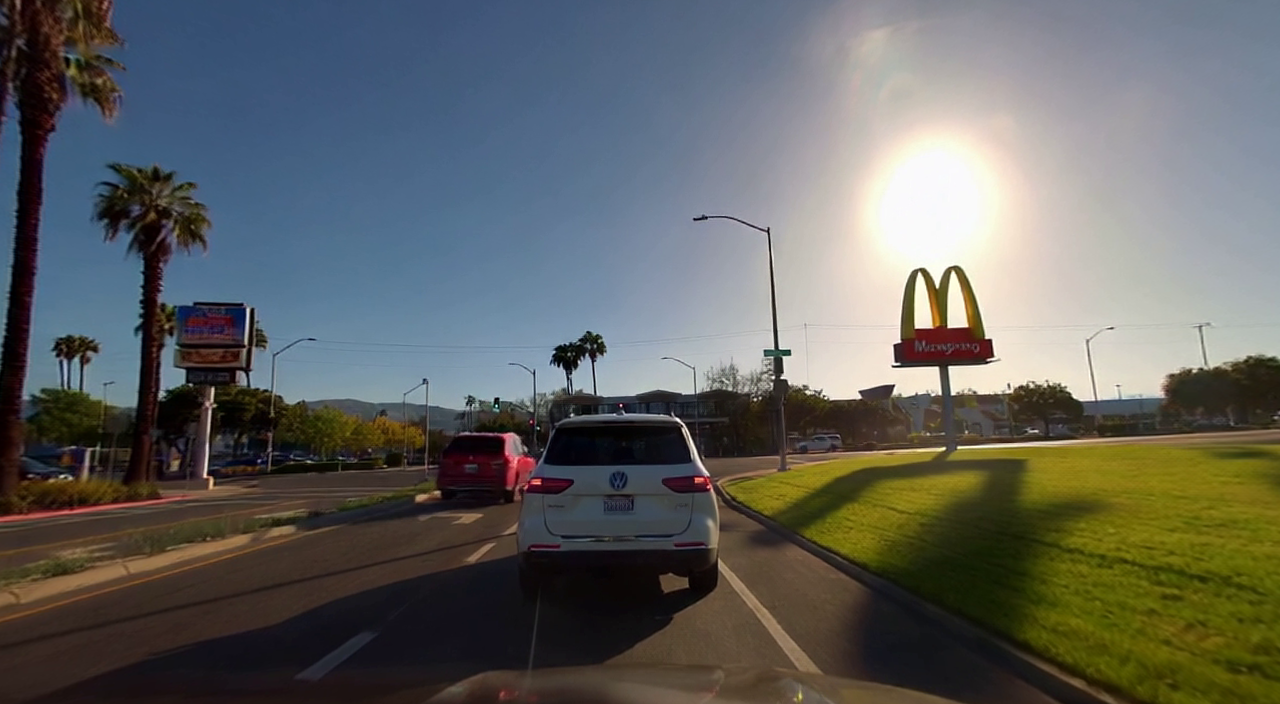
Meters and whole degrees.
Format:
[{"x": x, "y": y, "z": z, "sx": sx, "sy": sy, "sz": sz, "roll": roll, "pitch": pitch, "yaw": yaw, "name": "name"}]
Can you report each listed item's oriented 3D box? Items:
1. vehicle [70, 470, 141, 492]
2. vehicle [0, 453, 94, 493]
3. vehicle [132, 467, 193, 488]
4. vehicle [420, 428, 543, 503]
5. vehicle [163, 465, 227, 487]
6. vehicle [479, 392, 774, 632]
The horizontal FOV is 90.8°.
[{"x": -39.931, "y": 9.638, "z": 47.358, "sx": 1.602, "sy": 1.400, "sz": 4.220, "roll": 0, "pitch": -9, "yaw": 0, "name": "vehicle"}, {"x": -28.073, "y": 5.448, "z": 28.584, "sx": 4.584, "sy": 1.714, "sz": 2.186, "roll": 4, "pitch": -10, "yaw": -28, "name": "vehicle"}, {"x": -35.621, "y": 9.337, "z": 47.225, "sx": 1.641, "sy": 1.375, "sz": 3.640, "roll": 0, "pitch": -9, "yaw": 0, "name": "vehicle"}, {"x": -4.137, "y": 3.057, "z": 17.419, "sx": 2.181, "sy": 1.771, "sz": 4.567, "roll": 0, "pitch": -9, "yaw": 0, "name": "vehicle"}, {"x": -33.275, "y": 9.245, "z": 47.359, "sx": 1.792, "sy": 1.439, "sz": 3.952, "roll": -1, "pitch": -9, "yaw": 3, "name": "vehicle"}, {"x": -0.137, "y": 1.455, "z": 6.646, "sx": 2.137, "sy": 1.728, "sz": 3.926, "roll": 0, "pitch": -9, "yaw": -1, "name": "vehicle"}]
